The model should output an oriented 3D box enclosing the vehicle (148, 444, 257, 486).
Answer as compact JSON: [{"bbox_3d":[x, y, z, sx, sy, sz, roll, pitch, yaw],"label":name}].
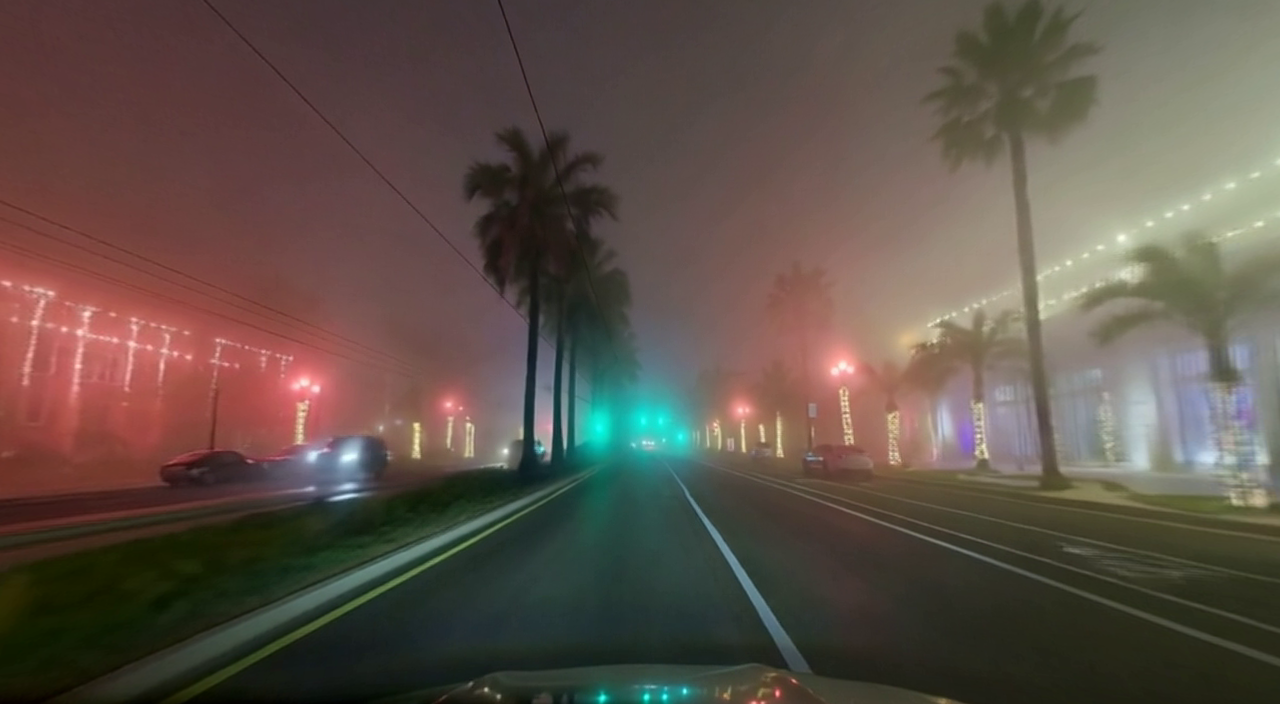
[{"bbox_3d":[-16.355,4.190,23.740,1.819,1.450,3.003,0,-8,2],"label":"vehicle"}]

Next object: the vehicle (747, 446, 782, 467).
[{"bbox_3d":[9.105,7.652,46.428,1.733,1.468,4.326,0,-8,0],"label":"vehicle"}]

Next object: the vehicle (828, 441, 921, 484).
[{"bbox_3d":[8.883,4.187,24.271,1.816,1.488,4.102,1,-8,-3],"label":"vehicle"}]

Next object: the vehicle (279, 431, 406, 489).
[{"bbox_3d":[-10.647,3.874,23.077,2.096,1.860,4.953,0,-8,2],"label":"vehicle"}]

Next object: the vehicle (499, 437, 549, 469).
[{"bbox_3d":[-7.107,6.208,38.974,2.032,1.824,4.557,0,-8,2],"label":"vehicle"}]
